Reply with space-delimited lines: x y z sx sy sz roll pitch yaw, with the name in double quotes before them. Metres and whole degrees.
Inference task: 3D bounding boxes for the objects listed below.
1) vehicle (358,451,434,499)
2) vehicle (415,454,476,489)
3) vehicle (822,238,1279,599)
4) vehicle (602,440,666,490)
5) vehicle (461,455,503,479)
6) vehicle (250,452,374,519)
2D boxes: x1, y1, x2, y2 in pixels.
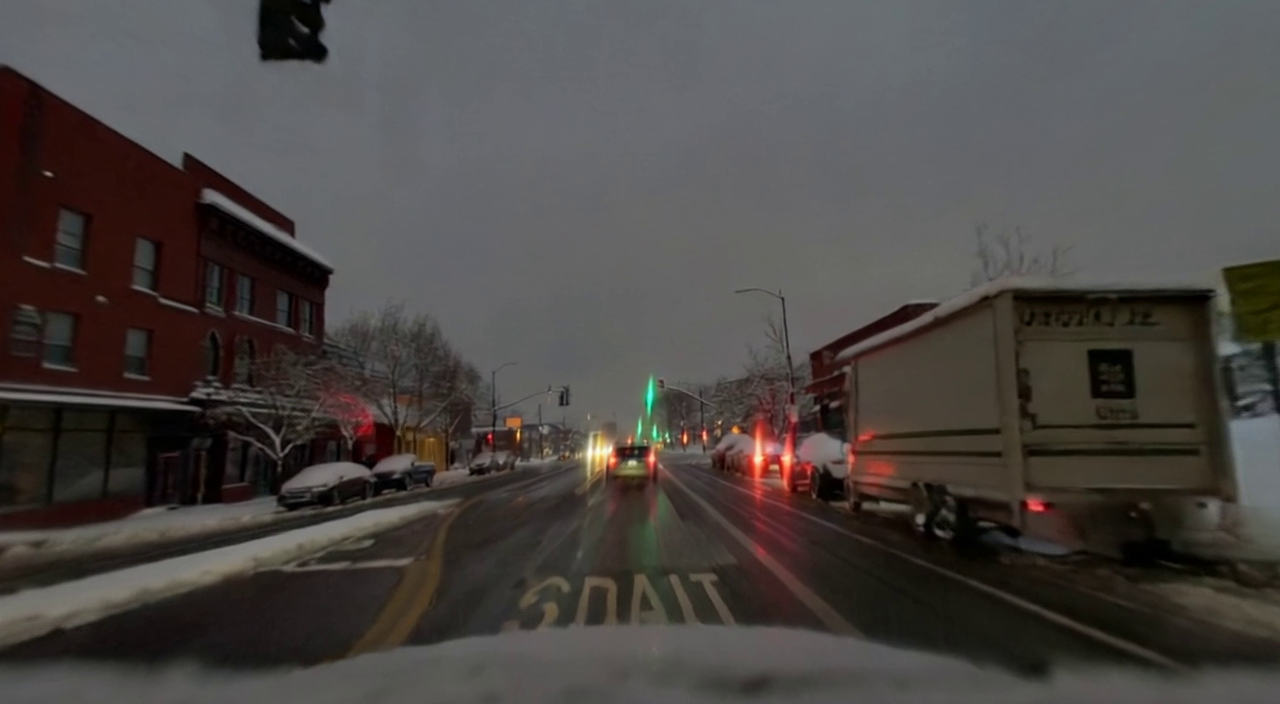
"vehicle" -11.461 5.772 30.052 1.872 1.731 4.656 -4 -6 -2
"vehicle" -11.196 6.886 36.658 1.920 1.498 4.591 -4 -6 2
"vehicle" 5.444 1.127 9.859 2.893 3.553 7.295 0 -9 -1
"vehicle" -0.217 4.001 22.703 2.086 1.575 4.205 0 -9 0
"vehicle" -11.188 8.126 44.958 1.868 1.502 4.626 0 -9 -1
"vehicle" -11.305 4.560 22.148 2.055 1.685 4.370 -5 -6 -1
